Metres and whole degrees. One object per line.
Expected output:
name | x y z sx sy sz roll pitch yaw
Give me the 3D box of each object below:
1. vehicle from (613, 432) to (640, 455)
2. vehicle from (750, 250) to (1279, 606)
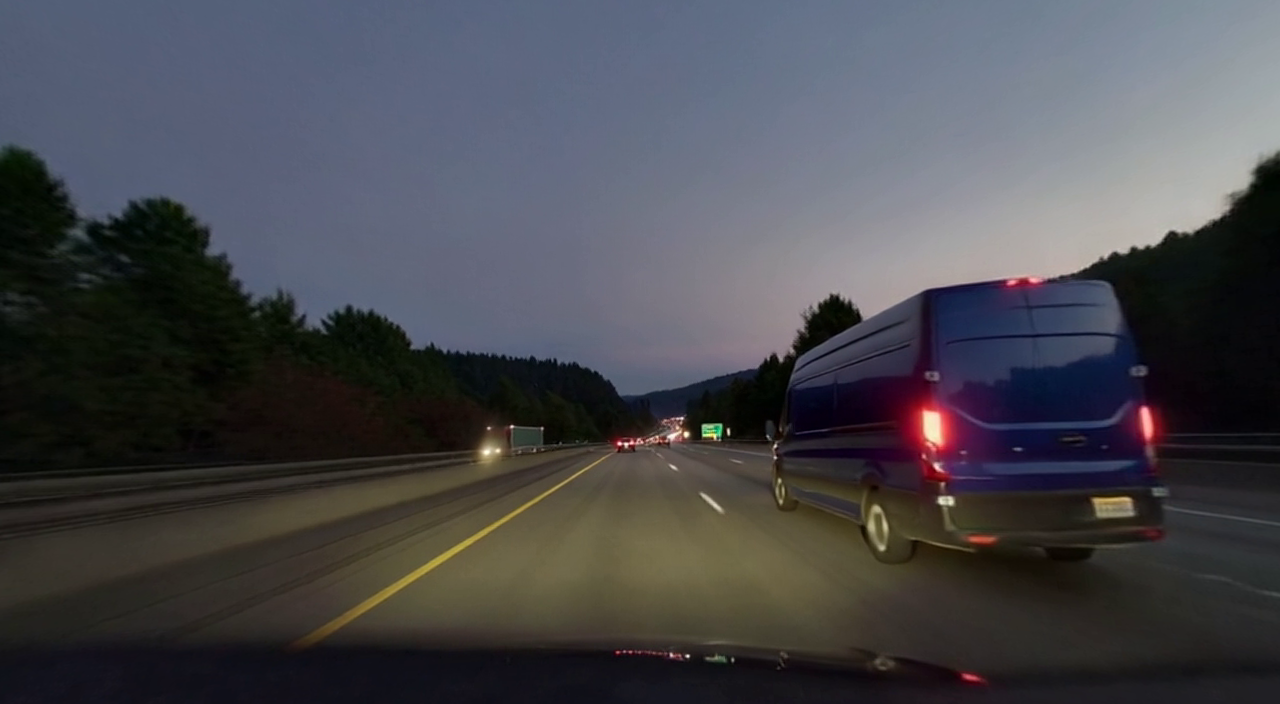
vehicle | -0.964 6.546 45.035 1.900 1.524 4.324 0 -8 -1
vehicle | 3.359 0.985 8.217 2.416 2.595 7.243 0 -8 -1
